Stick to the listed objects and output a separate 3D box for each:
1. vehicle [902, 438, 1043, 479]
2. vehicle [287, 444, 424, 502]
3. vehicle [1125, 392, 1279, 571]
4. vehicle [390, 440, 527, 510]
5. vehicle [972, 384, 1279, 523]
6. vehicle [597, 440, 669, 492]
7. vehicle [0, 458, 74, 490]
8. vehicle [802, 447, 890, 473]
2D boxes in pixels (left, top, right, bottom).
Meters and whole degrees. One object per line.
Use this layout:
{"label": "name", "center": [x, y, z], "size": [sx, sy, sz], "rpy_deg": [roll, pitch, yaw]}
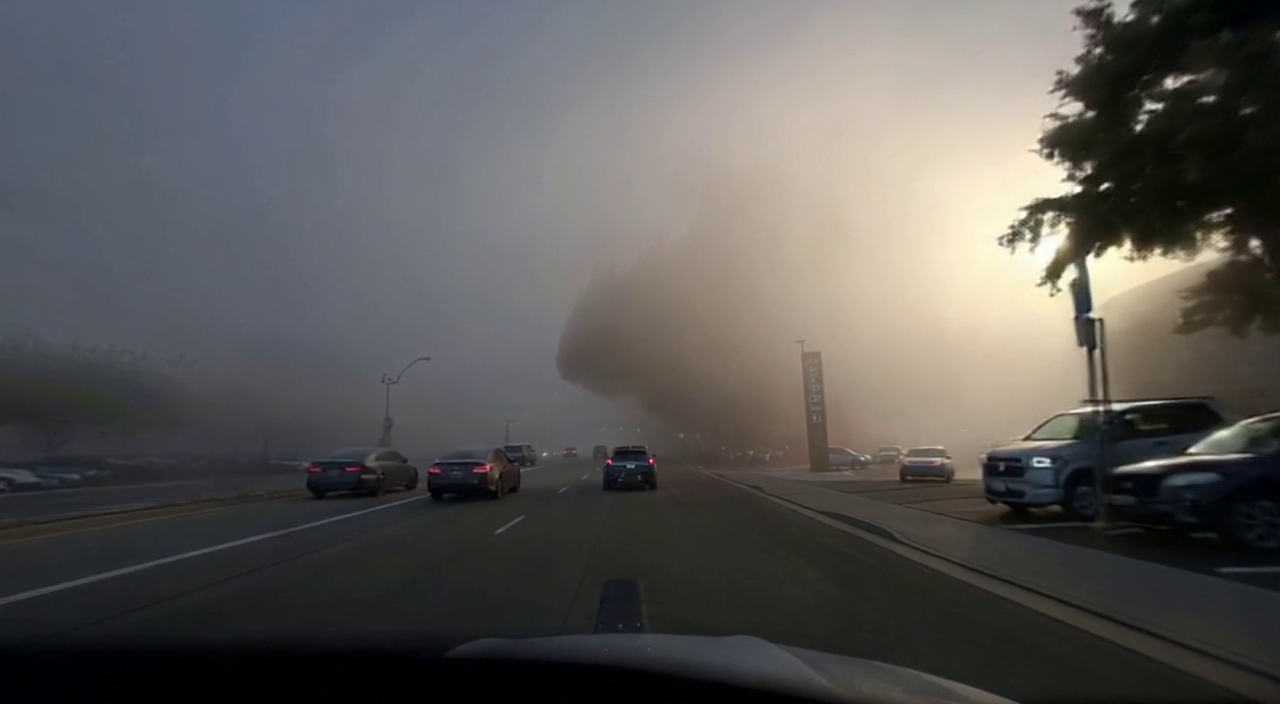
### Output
{"label": "vehicle", "center": [13.099, 4.190, 25.005], "size": [4.619, 1.523, 1.873], "rpy_deg": [1, -9, -9]}
{"label": "vehicle", "center": [-7.969, 3.409, 18.233], "size": [2.009, 1.470, 4.179], "rpy_deg": [0, -9, 0]}
{"label": "vehicle", "center": [8.992, 1.223, 6.990], "size": [5.543, 1.743, 2.232], "rpy_deg": [-3, -9, -7]}
{"label": "vehicle", "center": [-4.281, 2.975, 15.833], "size": [1.973, 1.456, 4.850], "rpy_deg": [0, -9, 0]}
{"label": "vehicle", "center": [9.076, 1.663, 10.733], "size": [5.518, 1.898, 2.188], "rpy_deg": [-3, -9, -1]}
{"label": "vehicle", "center": [-0.272, 3.577, 20.124], "size": [2.061, 1.469, 3.954], "rpy_deg": [0, -9, -2]}
{"label": "vehicle", "center": [-37.124, 7.151, 37.187], "size": [5.392, 1.755, 2.213], "rpy_deg": [0, -9, 1]}
{"label": "vehicle", "center": [13.226, 6.950, 40.744], "size": [4.877, 1.603, 2.197], "rpy_deg": [0, -9, 1]}
